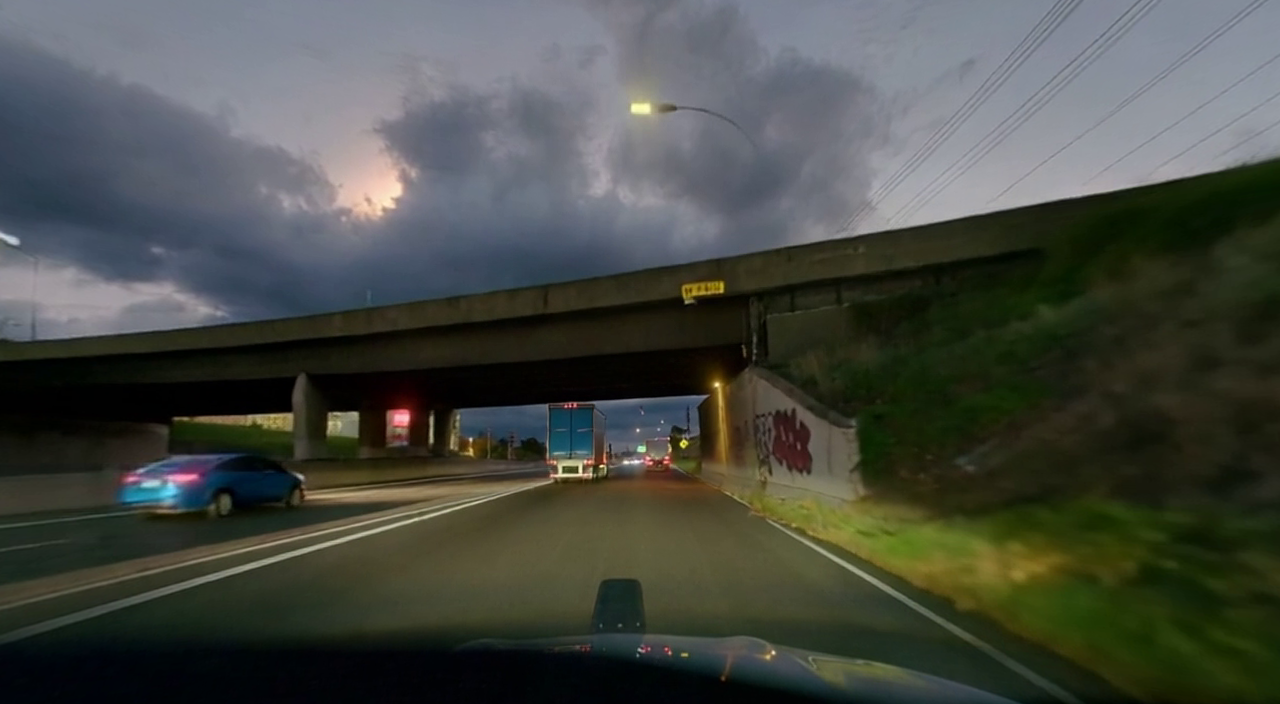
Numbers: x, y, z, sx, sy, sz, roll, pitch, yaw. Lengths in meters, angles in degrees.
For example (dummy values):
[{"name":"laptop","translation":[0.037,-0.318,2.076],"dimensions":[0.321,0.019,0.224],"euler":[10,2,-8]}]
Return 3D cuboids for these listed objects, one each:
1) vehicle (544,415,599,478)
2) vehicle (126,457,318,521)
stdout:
[{"name":"vehicle","translation":[-4.706,6.767,45.178],"dimensions":[2.955,4.022,8.842],"euler":[0,-9,0]},{"name":"vehicle","translation":[-10.580,3.463,16.451],"dimensions":[1.940,1.381,4.348],"euler":[0,-9,1]}]
